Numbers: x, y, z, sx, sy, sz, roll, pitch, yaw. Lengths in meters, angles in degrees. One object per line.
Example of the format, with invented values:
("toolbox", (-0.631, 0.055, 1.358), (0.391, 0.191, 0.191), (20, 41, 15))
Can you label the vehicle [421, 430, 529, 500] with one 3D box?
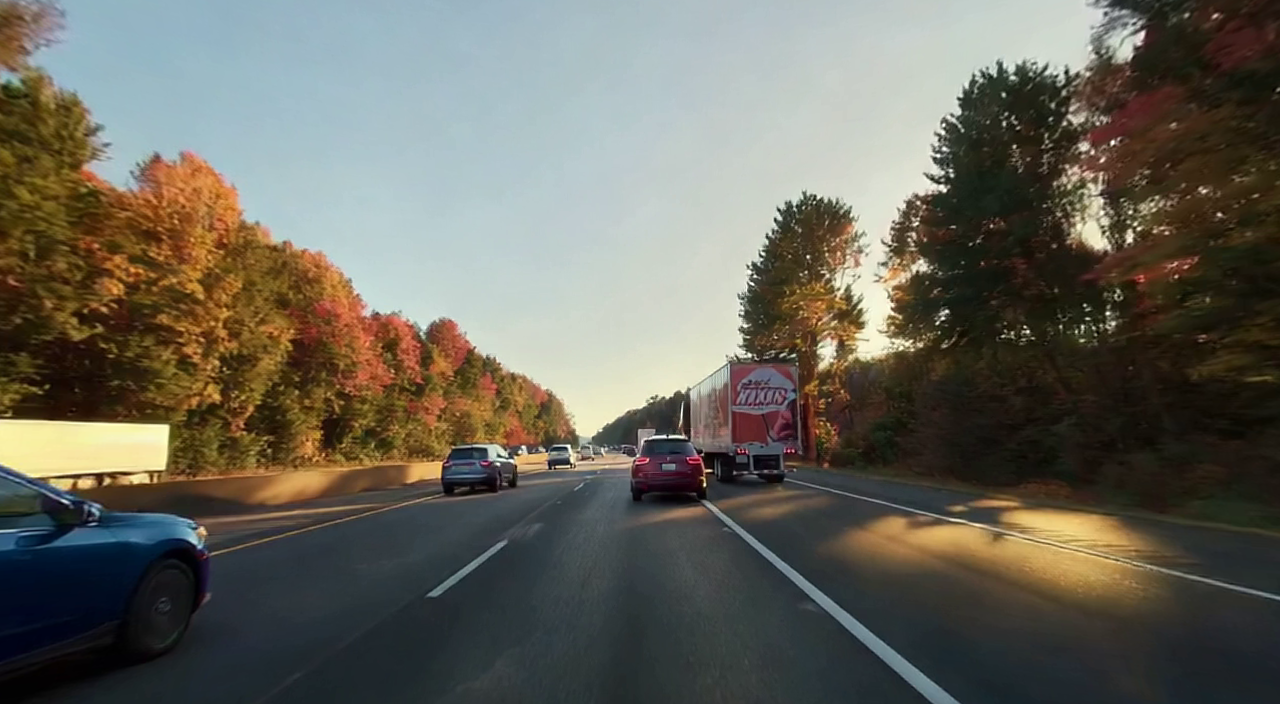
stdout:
("vehicle", (-4.296, 2.987, 17.037), (1.905, 1.642, 3.803), (0, -8, 0))

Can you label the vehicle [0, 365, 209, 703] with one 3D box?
("vehicle", (-4.048, 0.781, 2.156), (1.983, 1.666, 4.452), (0, -8, 0))

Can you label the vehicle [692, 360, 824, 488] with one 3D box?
("vehicle", (4.339, 3.294, 27.271), (2.828, 4.081, 14.220), (0, -8, -1))

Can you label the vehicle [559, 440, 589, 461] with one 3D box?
("vehicle", (-5.103, 7.660, 48.979), (1.950, 1.535, 4.237), (0, -8, -1))

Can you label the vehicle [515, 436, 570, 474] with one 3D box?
("vehicle", (-4.694, 5.013, 30.896), (2.014, 1.683, 4.275), (0, -8, -1))

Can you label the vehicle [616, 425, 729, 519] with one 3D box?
("vehicle", (0.585, 2.408, 13.106), (2.017, 1.662, 3.543), (0, -8, 0))
